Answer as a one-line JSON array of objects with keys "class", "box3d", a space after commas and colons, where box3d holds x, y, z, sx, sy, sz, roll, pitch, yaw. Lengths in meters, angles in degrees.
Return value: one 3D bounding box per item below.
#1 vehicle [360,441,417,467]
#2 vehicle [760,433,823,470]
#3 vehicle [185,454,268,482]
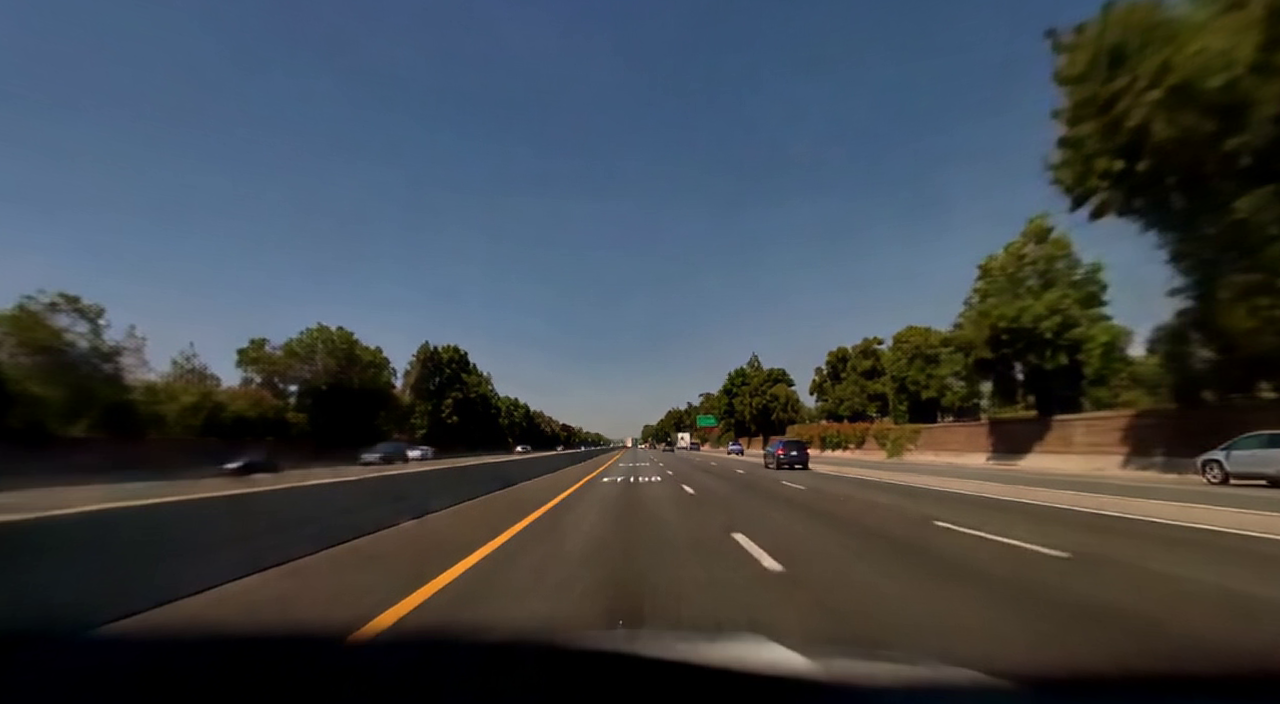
[{"class": "vehicle", "box3d": [-17.187, 7.007, 43.431, 1.996, 1.697, 4.653, 0, -9, 0]}, {"class": "vehicle", "box3d": [7.998, 5.307, 33.880, 2.098, 1.820, 4.505, 1, -9, -2]}, {"class": "vehicle", "box3d": [-24.883, 6.965, 38.280, 1.922, 1.525, 4.595, 0, -8, 0]}]
